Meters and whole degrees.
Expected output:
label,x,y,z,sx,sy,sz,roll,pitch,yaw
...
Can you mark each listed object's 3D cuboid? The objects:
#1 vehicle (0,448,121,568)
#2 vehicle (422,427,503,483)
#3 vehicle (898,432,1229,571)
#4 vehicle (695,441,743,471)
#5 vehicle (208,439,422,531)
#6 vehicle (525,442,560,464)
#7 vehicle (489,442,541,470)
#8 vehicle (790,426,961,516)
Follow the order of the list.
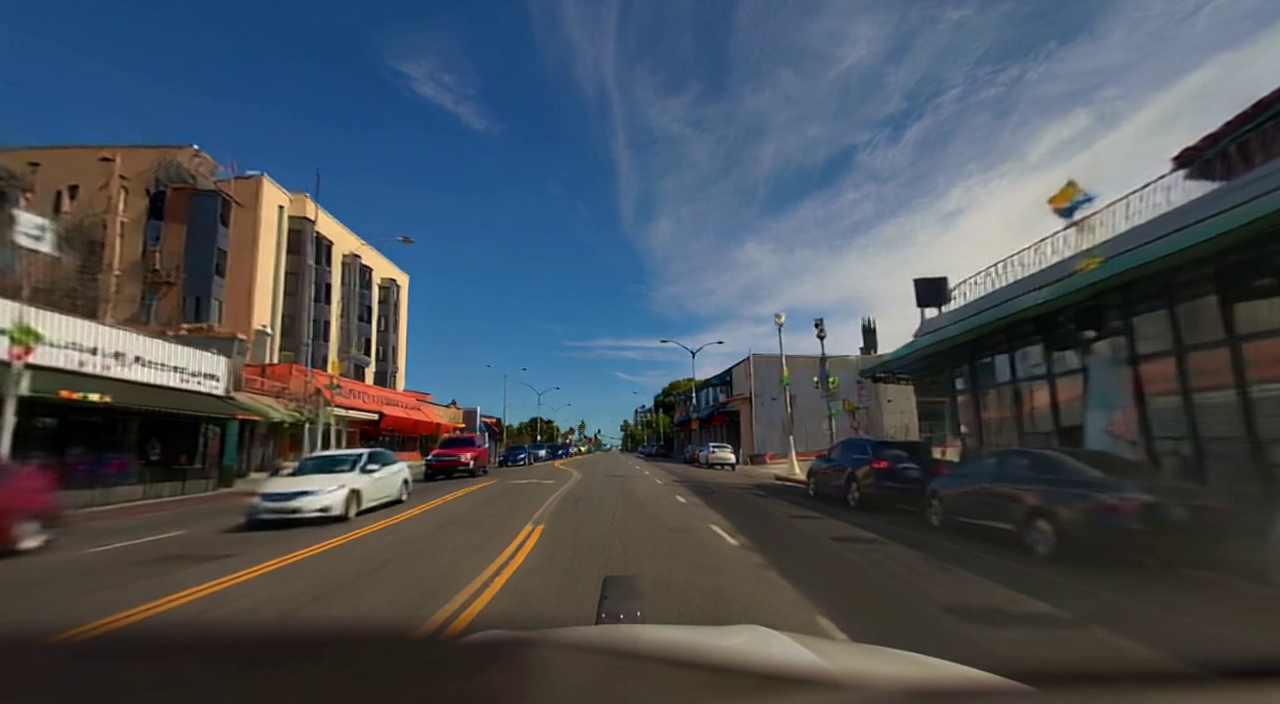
label,x,y,z,sx,sy,sz,roll,pitch,yaw
vehicle,-9.210,1.943,7.716,2.012,1.514,4.450,0,-9,-2
vehicle,-6.648,3.928,24.222,1.937,1.944,4.640,0,-9,-3
vehicle,5.702,2.037,9.339,1.915,1.569,4.117,0,-9,-2
vehicle,4.419,5.899,36.025,1.957,1.572,4.418,0,-9,-2
vehicle,-6.083,2.520,12.552,2.095,1.493,4.216,0,-9,-2
vehicle,-6.990,7.289,45.570,1.949,1.533,3.864,0,-9,0
vehicle,-6.928,5.826,35.426,2.052,1.481,4.248,0,-9,0
vehicle,5.375,2.819,15.409,2.059,1.804,5.182,0,-9,-1
